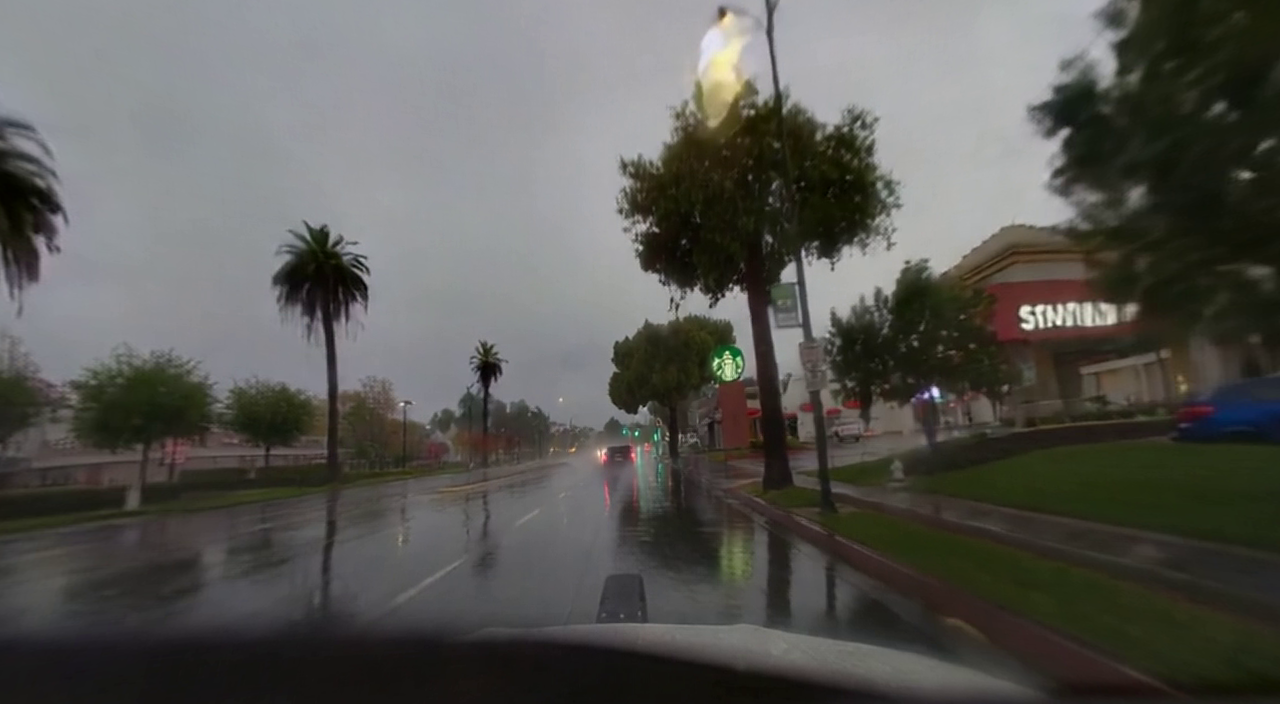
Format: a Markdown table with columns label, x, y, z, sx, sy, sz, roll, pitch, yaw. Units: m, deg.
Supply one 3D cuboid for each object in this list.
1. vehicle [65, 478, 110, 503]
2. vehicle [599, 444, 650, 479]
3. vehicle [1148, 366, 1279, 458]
| label | x | y | z | sx | sy | sz | roll | pitch | yaw |
| --- | --- | --- | --- | --- | --- | --- | --- | --- | --- |
| vehicle | -43.413 | 10.864 | 49.714 | 2.106 | 1.639 | 4.127 | 6 | -10 | -35 |
| vehicle | -0.668 | 4.987 | 29.191 | 2.156 | 1.462 | 4.495 | 0 | -8 | 0 |
| vehicle | 12.589 | 1.104 | 11.607 | 1.873 | 1.657 | 4.557 | 5 | -10 | -30 |
